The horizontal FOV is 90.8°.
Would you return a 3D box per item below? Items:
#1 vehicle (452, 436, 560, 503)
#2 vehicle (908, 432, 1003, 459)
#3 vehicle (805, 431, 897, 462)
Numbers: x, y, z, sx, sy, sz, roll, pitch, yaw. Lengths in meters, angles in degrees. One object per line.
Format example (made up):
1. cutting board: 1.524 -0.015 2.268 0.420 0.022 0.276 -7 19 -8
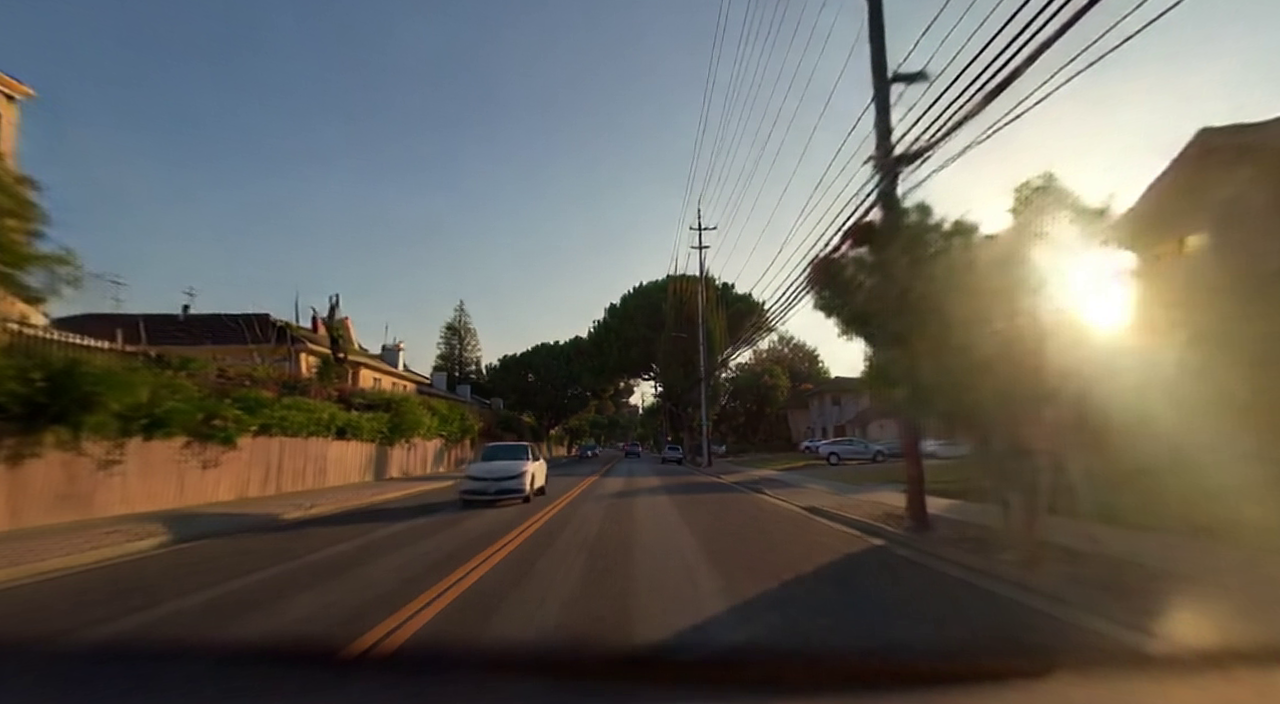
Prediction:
1. vehicle: -3.663 3.295 18.170 2.146 1.657 4.351 0 -9 0
2. vehicle: 18.794 5.625 37.831 4.558 1.554 1.990 0 -9 4
3. vehicle: 12.517 5.656 37.748 4.701 1.745 2.083 -1 -9 2
